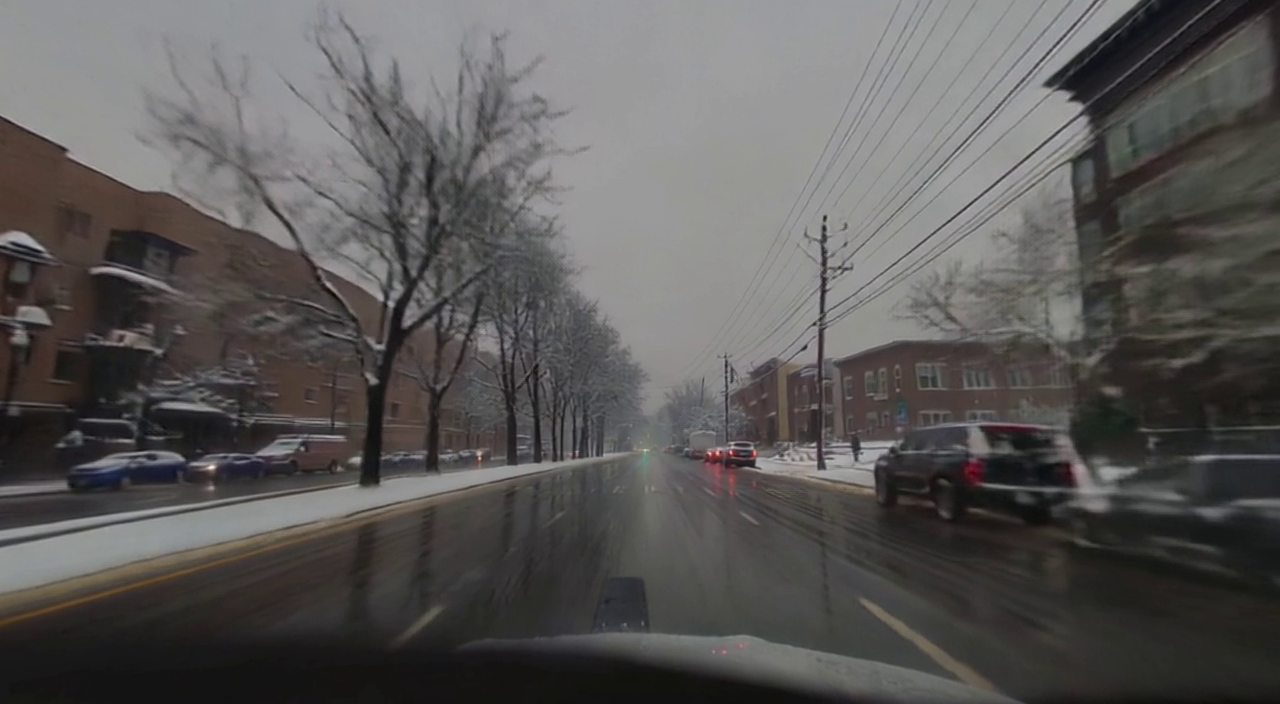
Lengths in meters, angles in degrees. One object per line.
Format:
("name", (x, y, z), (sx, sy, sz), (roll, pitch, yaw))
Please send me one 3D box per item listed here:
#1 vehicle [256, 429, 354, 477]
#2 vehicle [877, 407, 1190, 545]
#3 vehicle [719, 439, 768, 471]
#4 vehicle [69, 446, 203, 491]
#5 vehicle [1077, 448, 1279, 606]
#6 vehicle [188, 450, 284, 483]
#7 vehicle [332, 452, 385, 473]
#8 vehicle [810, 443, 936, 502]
("vehicle", (-22.162, 6.708, 42.244), (2.397, 2.865, 7.296), (0, -8, 1))
("vehicle", (7.008, 2.294, 12.507), (2.197, 2.019, 6.225), (0, -8, 0))
("vehicle", (7.299, 7.340, 45.200), (2.563, 2.090, 6.077), (0, -8, 0))
("vehicle", (-22.395, 5.132, 28.309), (2.116, 1.813, 4.674), (0, -8, 0))
("vehicle", (6.754, 1.665, 6.192), (1.896, 1.399, 4.196), (0, -8, 0))
("vehicle", (-22.088, 6.261, 34.780), (2.004, 1.586, 4.962), (0, -8, 0))
("vehicle", (-22.004, 8.676, 49.544), (1.877, 1.473, 4.892), (0, -8, 0))
("vehicle", (6.935, 3.609, 19.393), (2.109, 1.567, 4.626), (0, -8, 0))
